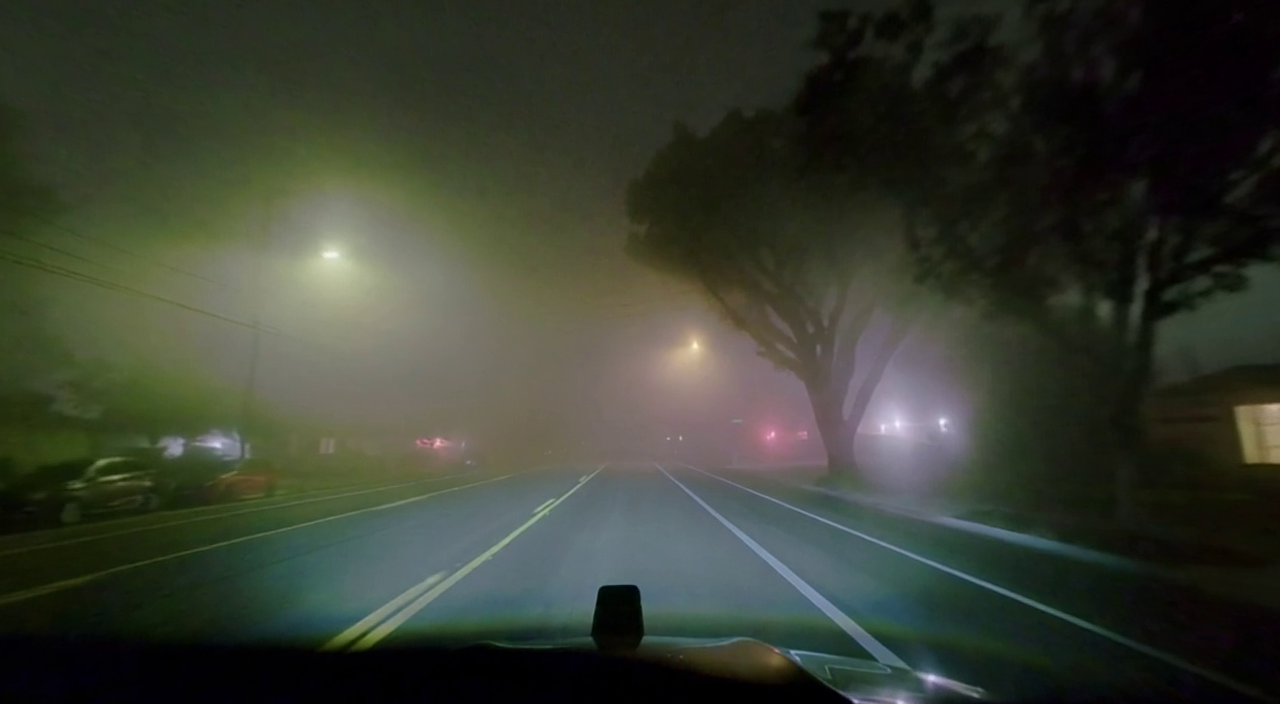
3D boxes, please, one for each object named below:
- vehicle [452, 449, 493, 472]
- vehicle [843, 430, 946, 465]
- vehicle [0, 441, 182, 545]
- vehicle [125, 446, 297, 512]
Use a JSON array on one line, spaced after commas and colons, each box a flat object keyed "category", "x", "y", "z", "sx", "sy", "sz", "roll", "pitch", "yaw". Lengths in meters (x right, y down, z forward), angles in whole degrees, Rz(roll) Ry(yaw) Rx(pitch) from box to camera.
[{"category": "vehicle", "x": -12.768, "y": 8.277, "z": 48.439, "sx": 1.936, "sy": 1.504, "sz": 4.456, "roll": -2, "pitch": -7, "yaw": 0}, {"category": "vehicle", "x": 13.602, "y": 5.141, "z": 33.999, "sx": 4.629, "sy": 1.770, "sz": 1.959, "roll": 0, "pitch": -8, "yaw": 0}, {"category": "vehicle", "x": -12.578, "y": 2.882, "z": 13.612, "sx": 2.003, "sy": 1.804, "sz": 4.554, "roll": -1, "pitch": -7, "yaw": 0}, {"category": "vehicle", "x": -12.639, "y": 3.718, "z": 19.081, "sx": 2.110, "sy": 1.709, "sz": 4.426, "roll": 0, "pitch": -8, "yaw": -1}]
